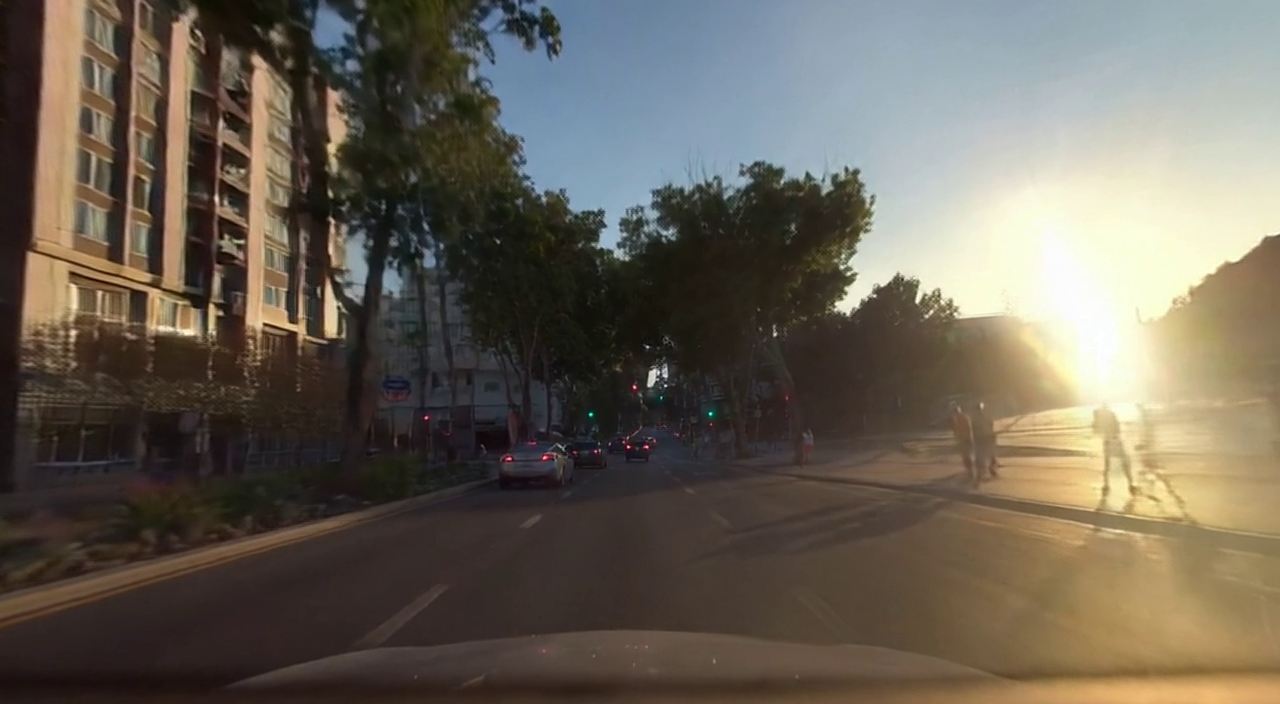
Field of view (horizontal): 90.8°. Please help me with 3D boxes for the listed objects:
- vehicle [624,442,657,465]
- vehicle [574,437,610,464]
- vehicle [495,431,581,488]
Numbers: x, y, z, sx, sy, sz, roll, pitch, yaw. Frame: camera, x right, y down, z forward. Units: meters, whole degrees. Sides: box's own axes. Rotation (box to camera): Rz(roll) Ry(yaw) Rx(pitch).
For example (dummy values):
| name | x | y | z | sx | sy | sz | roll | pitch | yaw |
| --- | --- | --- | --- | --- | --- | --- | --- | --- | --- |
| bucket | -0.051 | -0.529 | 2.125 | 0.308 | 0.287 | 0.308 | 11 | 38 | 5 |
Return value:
| name | x | y | z | sx | sy | sz | roll | pitch | yaw |
| --- | --- | --- | --- | --- | --- | --- | --- | --- | --- |
| vehicle | 0.030 | 6.657 | 41.604 | 2.095 | 1.438 | 3.843 | 0 | -8 | 0 |
| vehicle | -3.324 | 6.981 | 45.016 | 2.152 | 1.802 | 4.628 | 0 | -8 | 1 |
| vehicle | -3.306 | 3.594 | 21.449 | 2.116 | 1.725 | 4.315 | 0 | -8 | 1 |
